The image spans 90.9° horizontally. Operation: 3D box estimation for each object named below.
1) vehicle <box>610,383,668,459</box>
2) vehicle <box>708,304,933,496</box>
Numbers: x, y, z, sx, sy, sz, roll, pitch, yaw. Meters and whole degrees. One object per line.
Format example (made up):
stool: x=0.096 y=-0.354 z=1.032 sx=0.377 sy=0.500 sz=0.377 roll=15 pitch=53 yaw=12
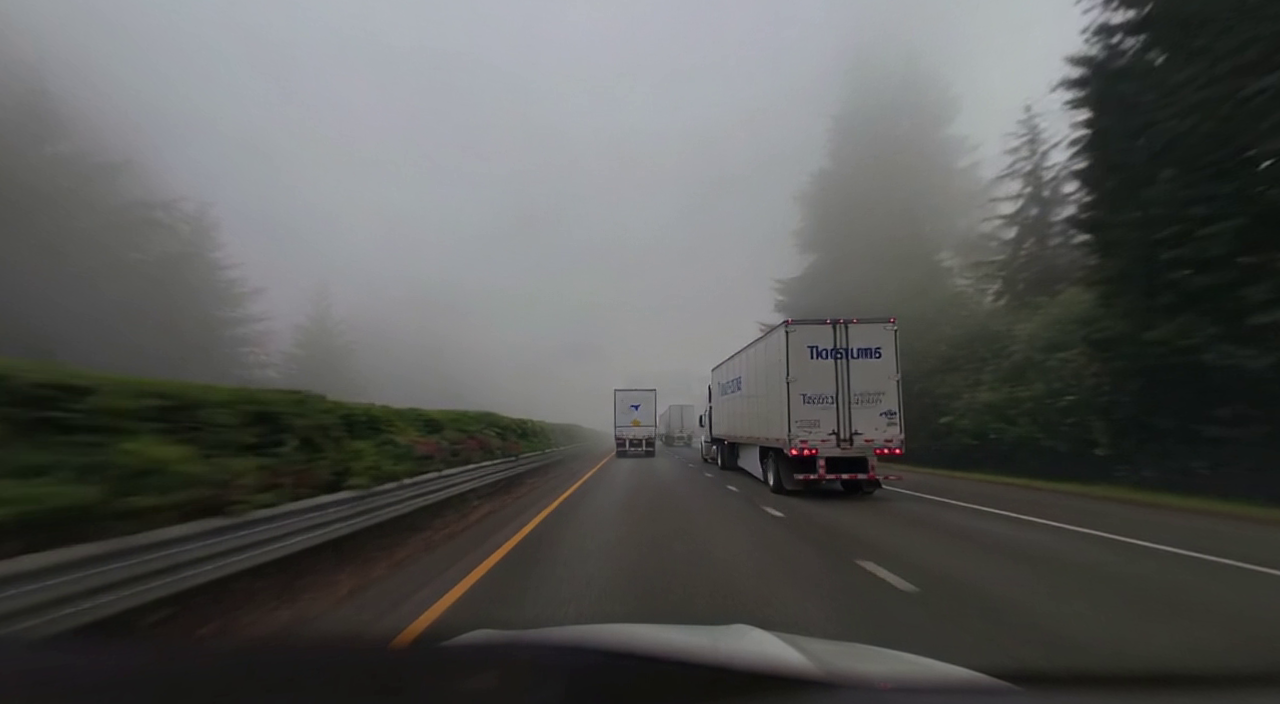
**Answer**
vehicle: x=-0.142 y=4.243 z=37.858 sx=2.958 sy=3.917 sz=10.196 roll=0 pitch=-8 yaw=-1
vehicle: x=4.639 y=1.971 z=20.841 sx=2.856 sy=4.145 sz=14.500 roll=0 pitch=-8 yaw=-1
